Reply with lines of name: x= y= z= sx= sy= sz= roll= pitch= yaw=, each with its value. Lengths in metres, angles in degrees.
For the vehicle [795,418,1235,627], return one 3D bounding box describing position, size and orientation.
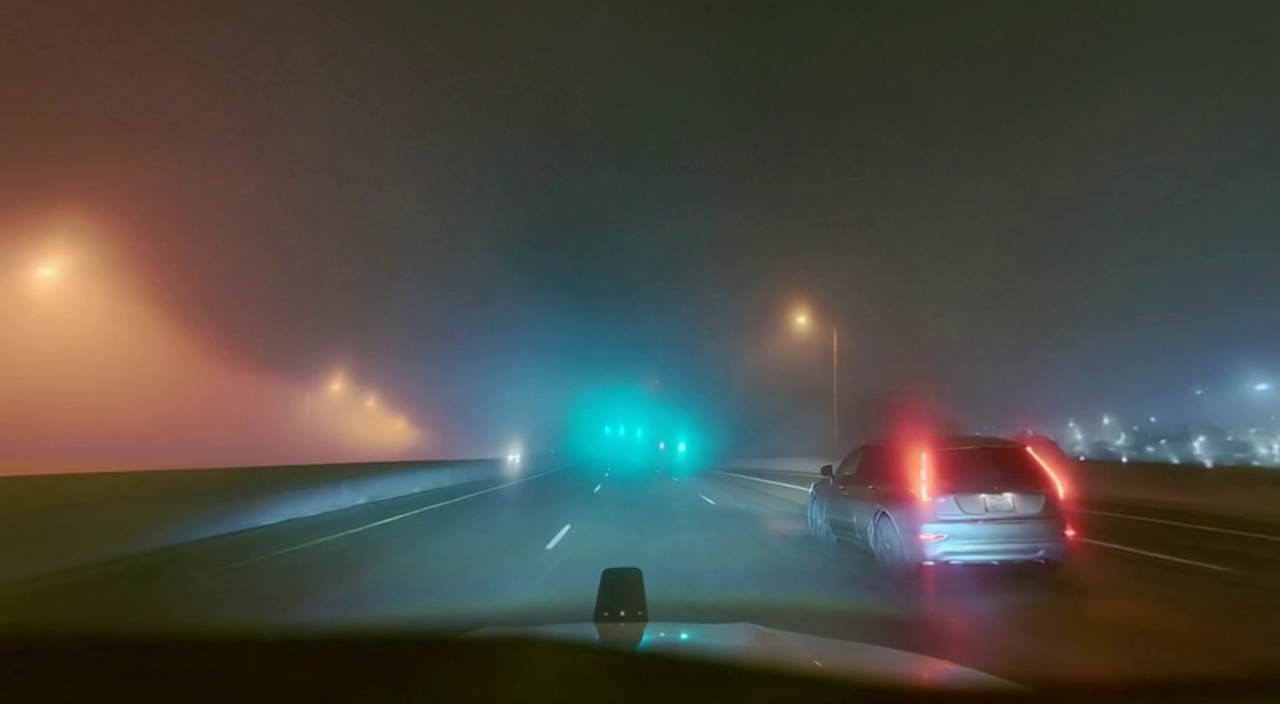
vehicle: x=3.458 y=1.658 z=7.238 sx=2.104 sy=1.575 sz=4.698 roll=0 pitch=-9 yaw=-1
